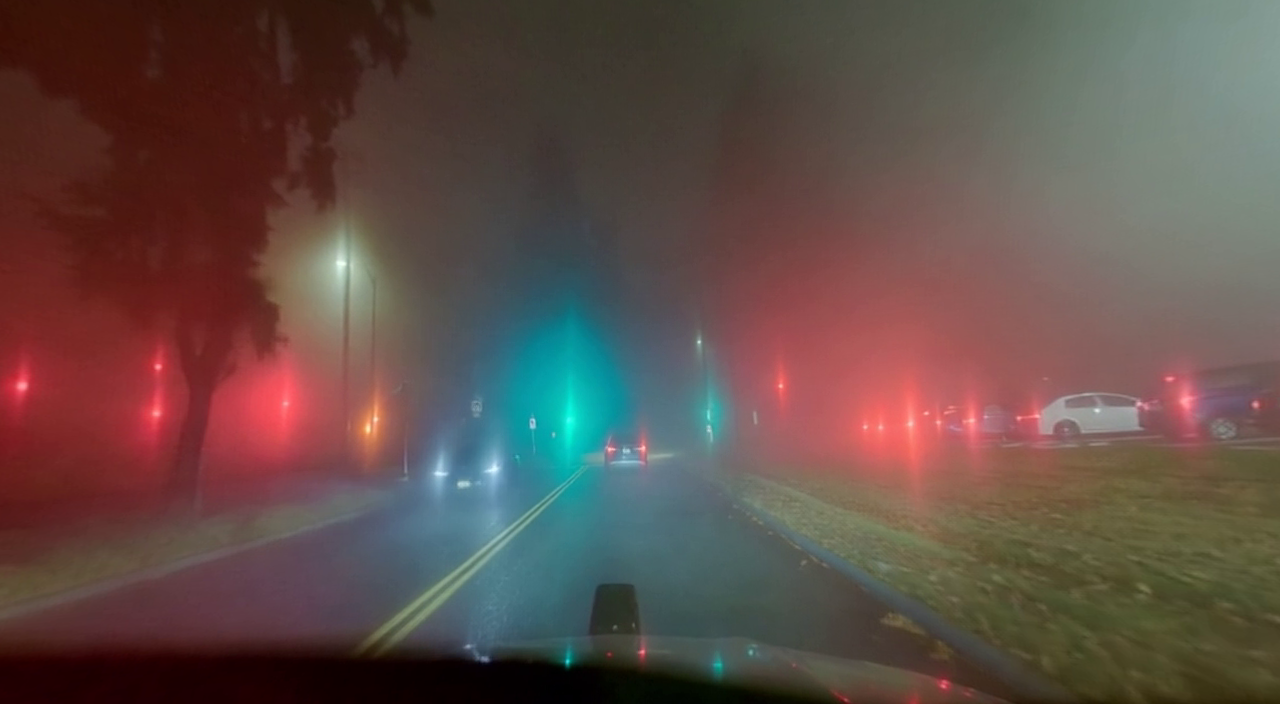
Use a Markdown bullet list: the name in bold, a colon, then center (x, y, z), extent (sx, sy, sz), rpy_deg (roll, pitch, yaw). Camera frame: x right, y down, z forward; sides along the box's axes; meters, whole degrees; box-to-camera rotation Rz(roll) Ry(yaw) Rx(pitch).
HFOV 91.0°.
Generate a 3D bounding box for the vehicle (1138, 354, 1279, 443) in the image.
- **vehicle**: center (12.089, 0.894, 11.617), extent (4.068, 1.525, 1.859), rpy_deg (-1, -8, 5)

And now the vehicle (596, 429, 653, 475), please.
- **vehicle**: center (-0.568, 3.989, 25.424), extent (2.142, 1.686, 3.816), rpy_deg (0, -8, 0)

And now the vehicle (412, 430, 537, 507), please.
- **vehicle**: center (-3.863, 2.763, 15.482), extent (2.057, 1.613, 4.062), rpy_deg (0, -8, -1)
